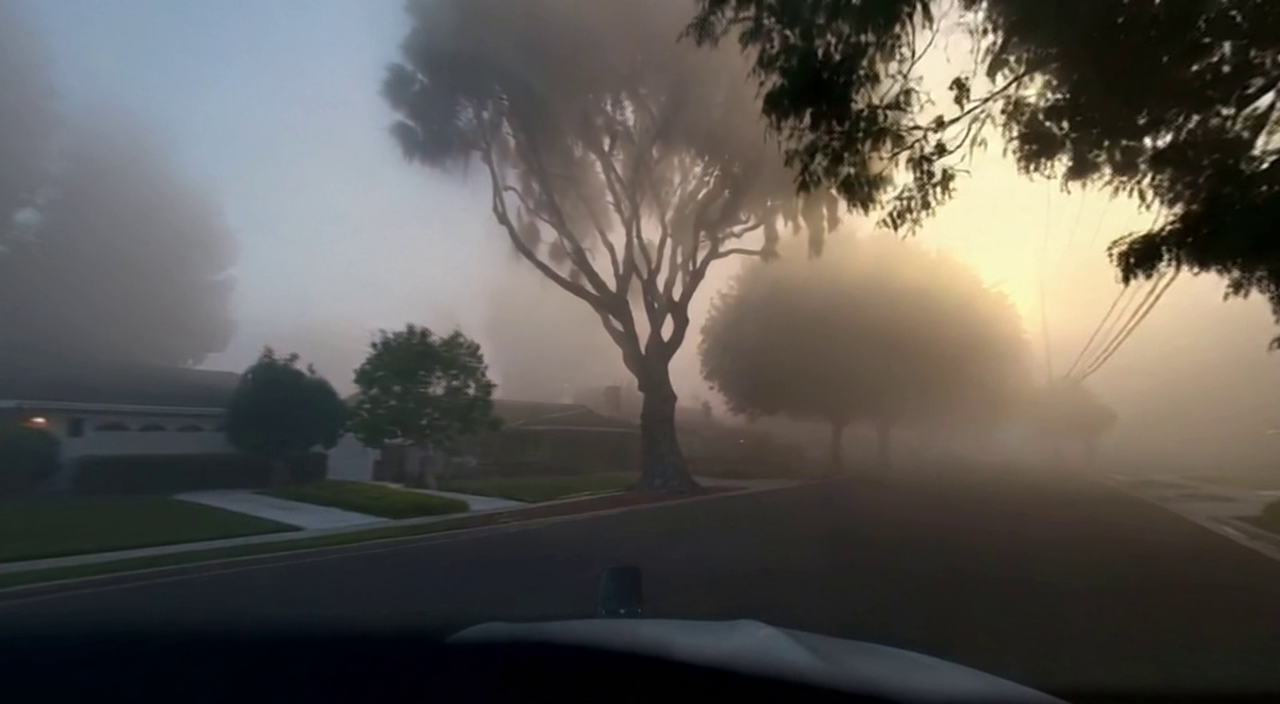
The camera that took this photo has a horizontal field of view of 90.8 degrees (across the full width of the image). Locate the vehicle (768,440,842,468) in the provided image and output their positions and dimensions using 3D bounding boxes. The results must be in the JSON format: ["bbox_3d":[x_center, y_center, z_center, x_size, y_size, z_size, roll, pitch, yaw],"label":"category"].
[{"bbox_3d":[12.511,7.700,47.984,5.033,1.997,2.126,-5,-10,30],"label":"vehicle"}]
